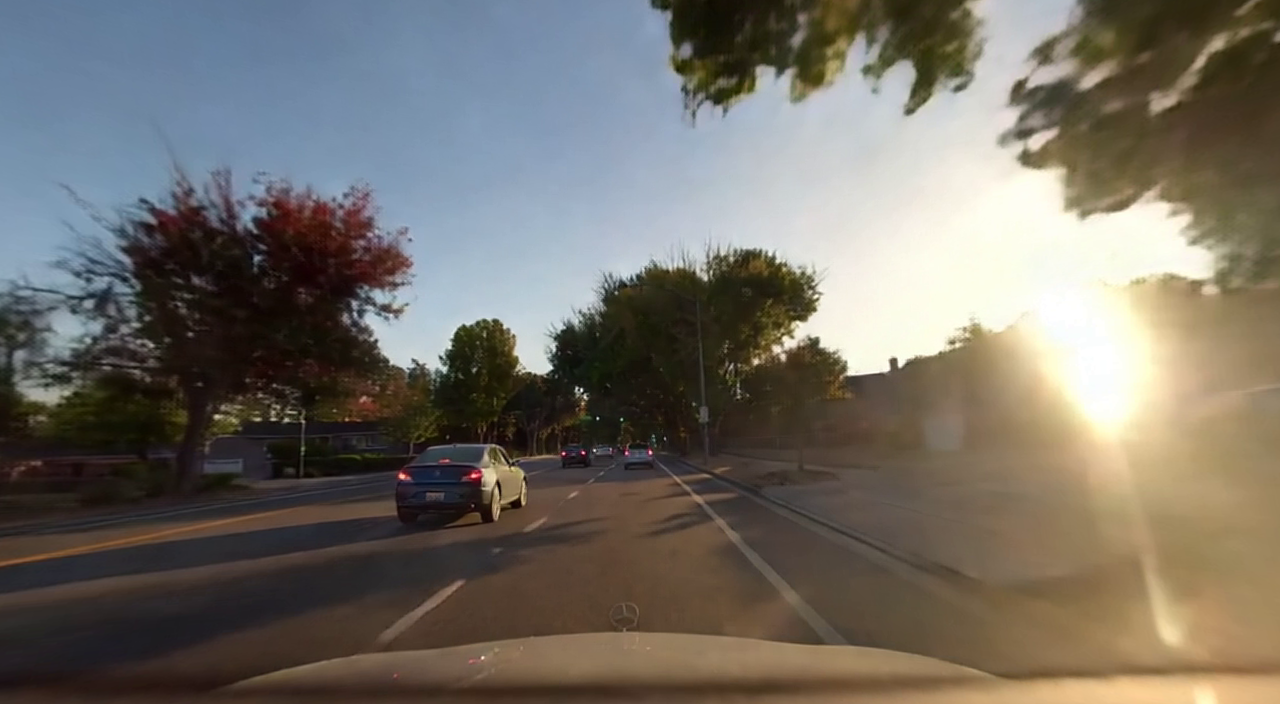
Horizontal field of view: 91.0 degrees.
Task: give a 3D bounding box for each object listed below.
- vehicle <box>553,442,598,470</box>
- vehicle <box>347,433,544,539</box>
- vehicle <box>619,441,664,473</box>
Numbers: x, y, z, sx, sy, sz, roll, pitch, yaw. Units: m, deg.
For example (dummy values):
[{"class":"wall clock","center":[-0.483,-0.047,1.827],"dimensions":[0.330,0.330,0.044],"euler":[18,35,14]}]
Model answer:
[{"class":"vehicle","center":[-3.617,5.886,35.831],"dimensions":[2.114,1.500,3.912],"euler":[0,-9,0]},{"class":"vehicle","center":[-3.079,2.226,11.114],"dimensions":[2.030,1.467,4.403],"euler":[0,-9,1]},{"class":"vehicle","center":[0.052,5.096,30.723],"dimensions":[2.065,1.456,4.099],"euler":[0,-9,0]}]
